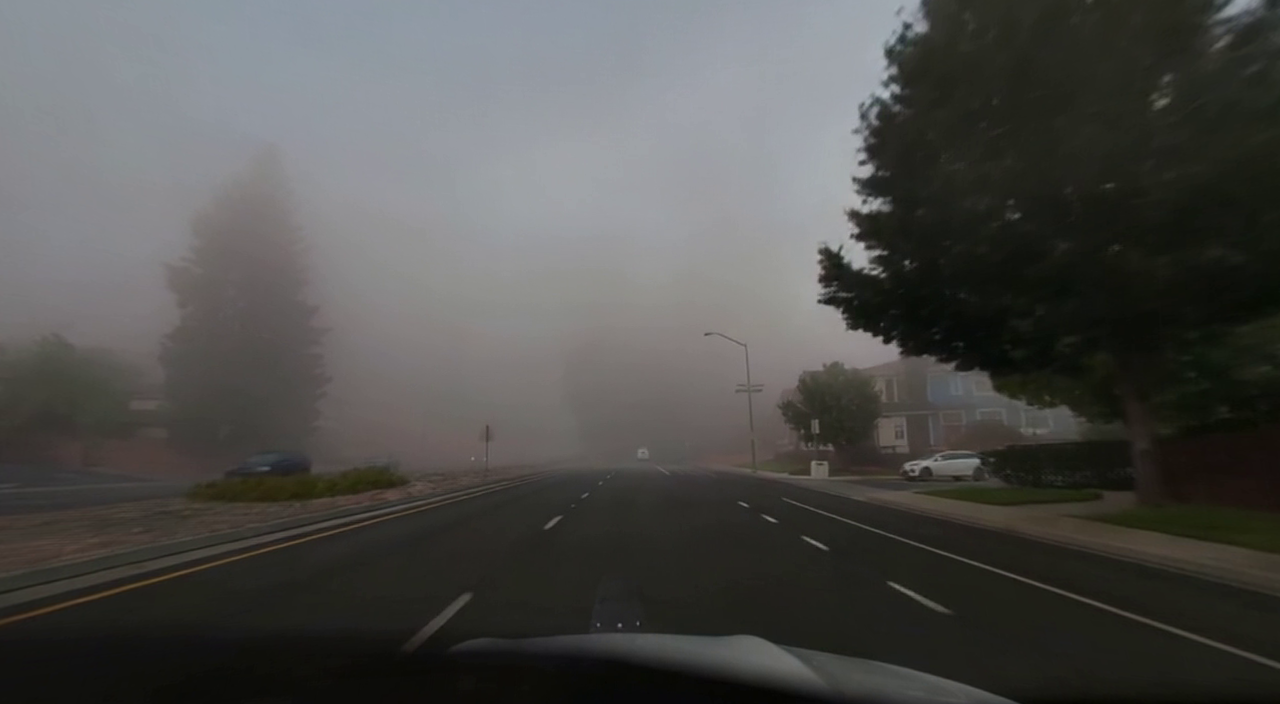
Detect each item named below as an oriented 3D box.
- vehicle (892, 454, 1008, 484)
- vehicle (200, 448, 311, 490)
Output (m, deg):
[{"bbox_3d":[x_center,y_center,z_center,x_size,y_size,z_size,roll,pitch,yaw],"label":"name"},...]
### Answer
[{"bbox_3d":[15.947,6.017,32.695,4.913,1.470,2.045,0,-9,1],"label":"vehicle"},{"bbox_3d":[-16.451,4.990,27.345,1.912,1.651,4.574,0,-9,0],"label":"vehicle"}]
